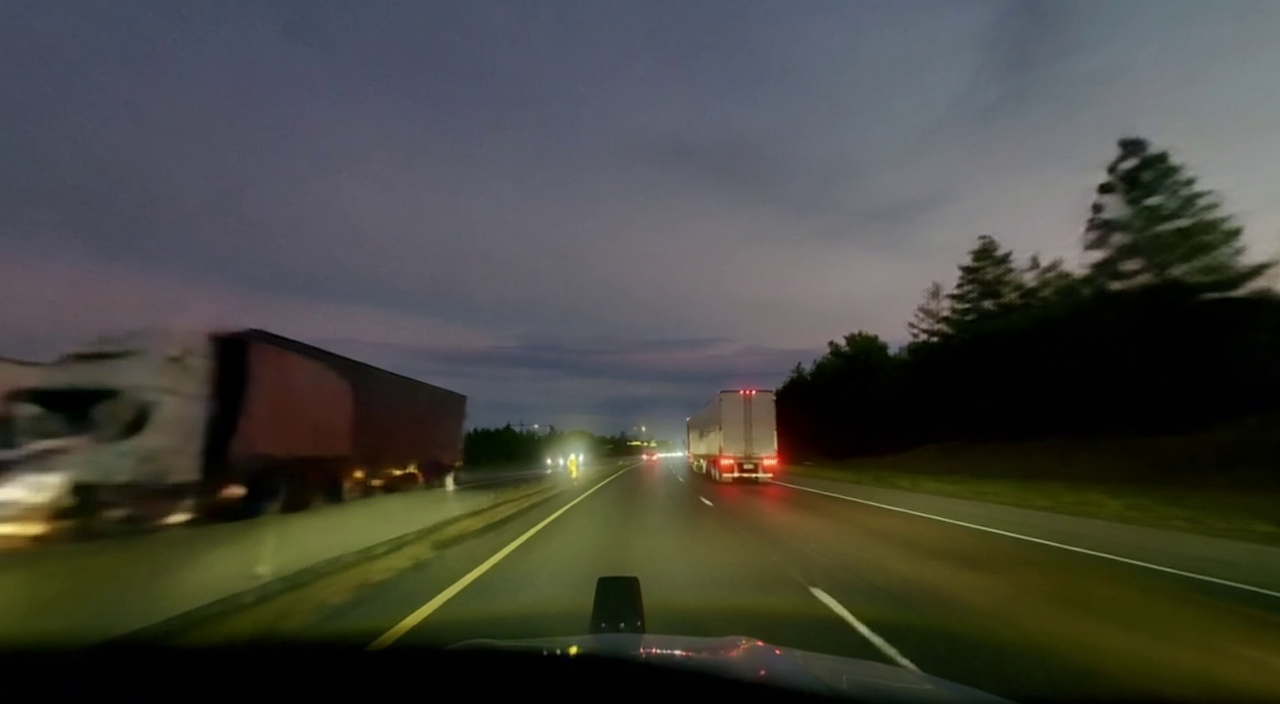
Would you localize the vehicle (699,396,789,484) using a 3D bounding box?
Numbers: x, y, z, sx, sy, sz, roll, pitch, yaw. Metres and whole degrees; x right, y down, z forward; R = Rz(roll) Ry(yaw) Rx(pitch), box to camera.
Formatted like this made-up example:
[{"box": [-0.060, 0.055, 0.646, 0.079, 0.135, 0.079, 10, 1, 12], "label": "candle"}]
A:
[{"box": [4.764, 4.496, 31.541, 2.866, 3.558, 11.674, 0, -9, 2], "label": "vehicle"}]

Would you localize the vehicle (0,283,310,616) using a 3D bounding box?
[{"box": [-8.653, 1.541, 10.418, 3.016, 3.937, 5.836, 0, -9, 0], "label": "vehicle"}]
